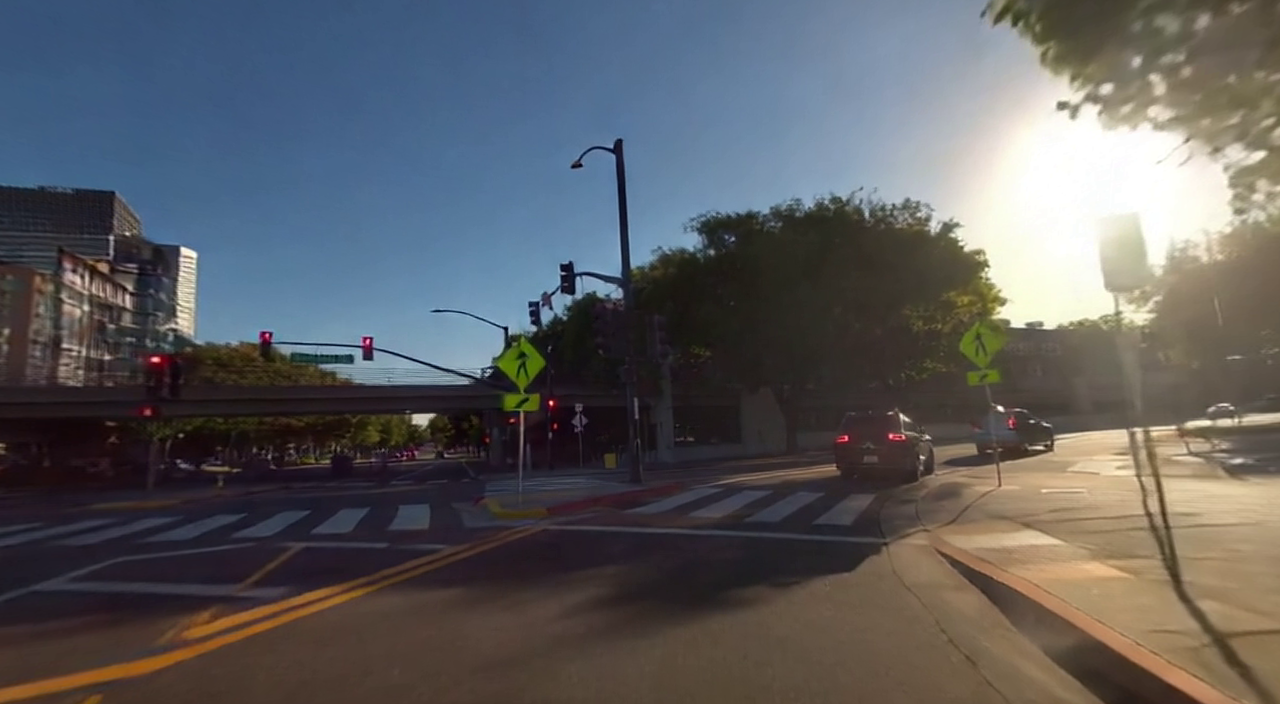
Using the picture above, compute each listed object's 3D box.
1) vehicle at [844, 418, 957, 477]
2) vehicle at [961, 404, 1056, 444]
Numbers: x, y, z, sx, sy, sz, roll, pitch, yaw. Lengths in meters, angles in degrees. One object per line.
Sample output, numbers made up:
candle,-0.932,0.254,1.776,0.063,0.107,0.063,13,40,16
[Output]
vehicle,8.144,2.955,19.584,1.908,1.622,4.166,-7,-11,41
vehicle,19.522,3.891,33.417,5.144,1.954,2.122,5,-10,-33
